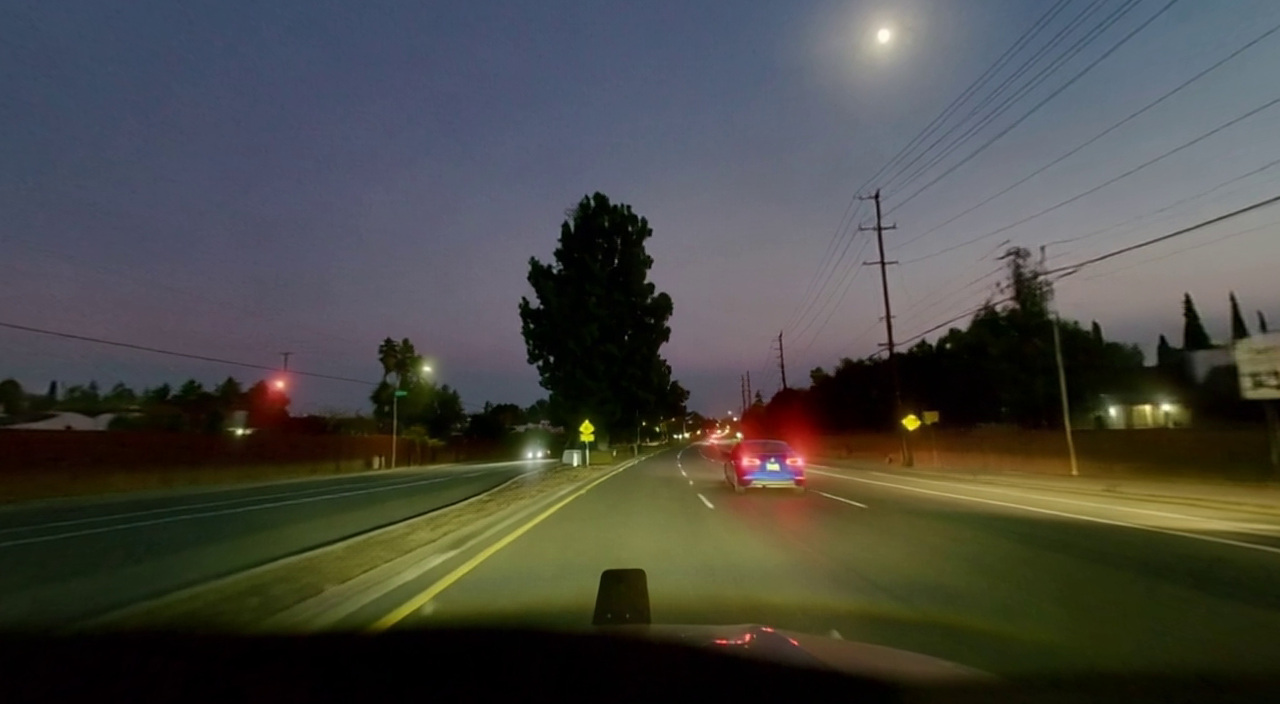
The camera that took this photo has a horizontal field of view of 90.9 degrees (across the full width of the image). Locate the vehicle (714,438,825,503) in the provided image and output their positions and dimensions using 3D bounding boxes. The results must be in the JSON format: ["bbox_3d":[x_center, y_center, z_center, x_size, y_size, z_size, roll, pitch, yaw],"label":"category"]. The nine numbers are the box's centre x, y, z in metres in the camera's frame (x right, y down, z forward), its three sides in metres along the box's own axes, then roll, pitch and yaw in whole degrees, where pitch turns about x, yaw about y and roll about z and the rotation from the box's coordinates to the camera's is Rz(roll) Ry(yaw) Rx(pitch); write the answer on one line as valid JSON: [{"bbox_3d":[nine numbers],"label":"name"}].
[{"bbox_3d":[3.254,3.062,16.806,2.063,1.481,4.247,0,-8,0],"label":"vehicle"}]
